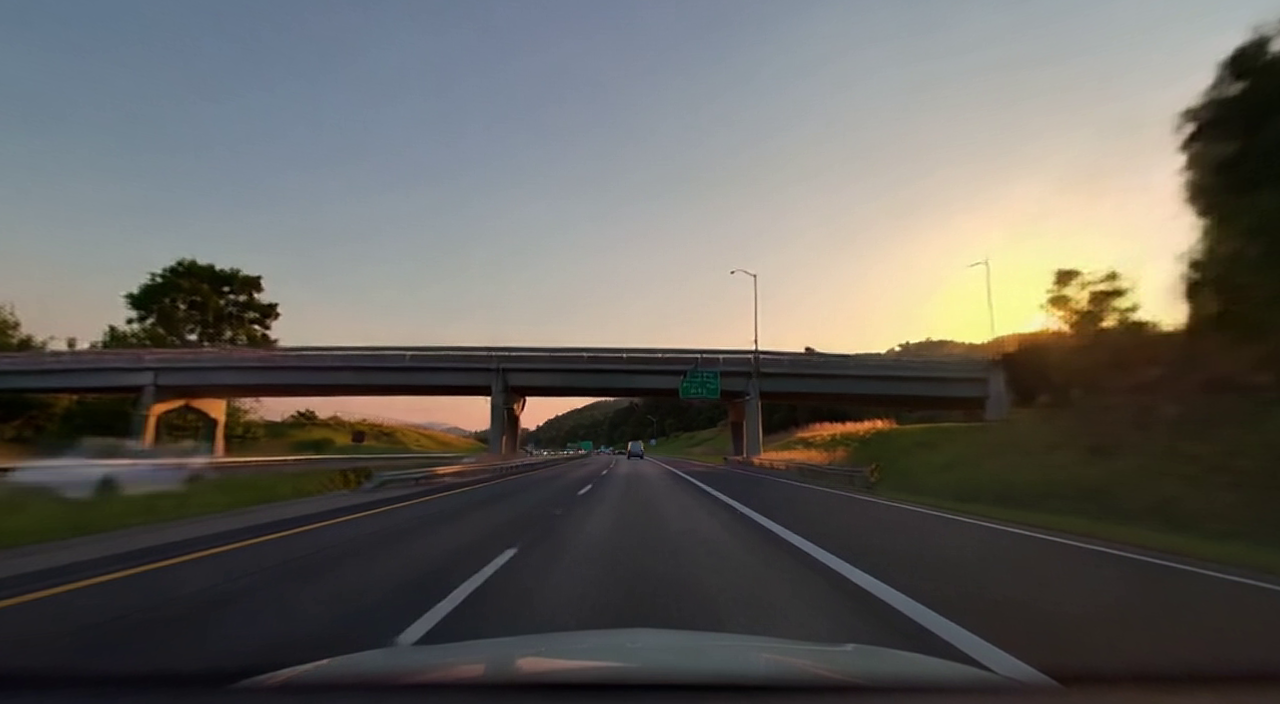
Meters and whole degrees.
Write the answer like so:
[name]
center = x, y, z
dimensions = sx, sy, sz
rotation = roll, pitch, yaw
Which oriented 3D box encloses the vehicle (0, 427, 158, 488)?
[vehicle]
center = -17.268, 3.209, 19.240
dimensions = 1.955, 1.598, 4.057
rotation = -2, -9, -1
